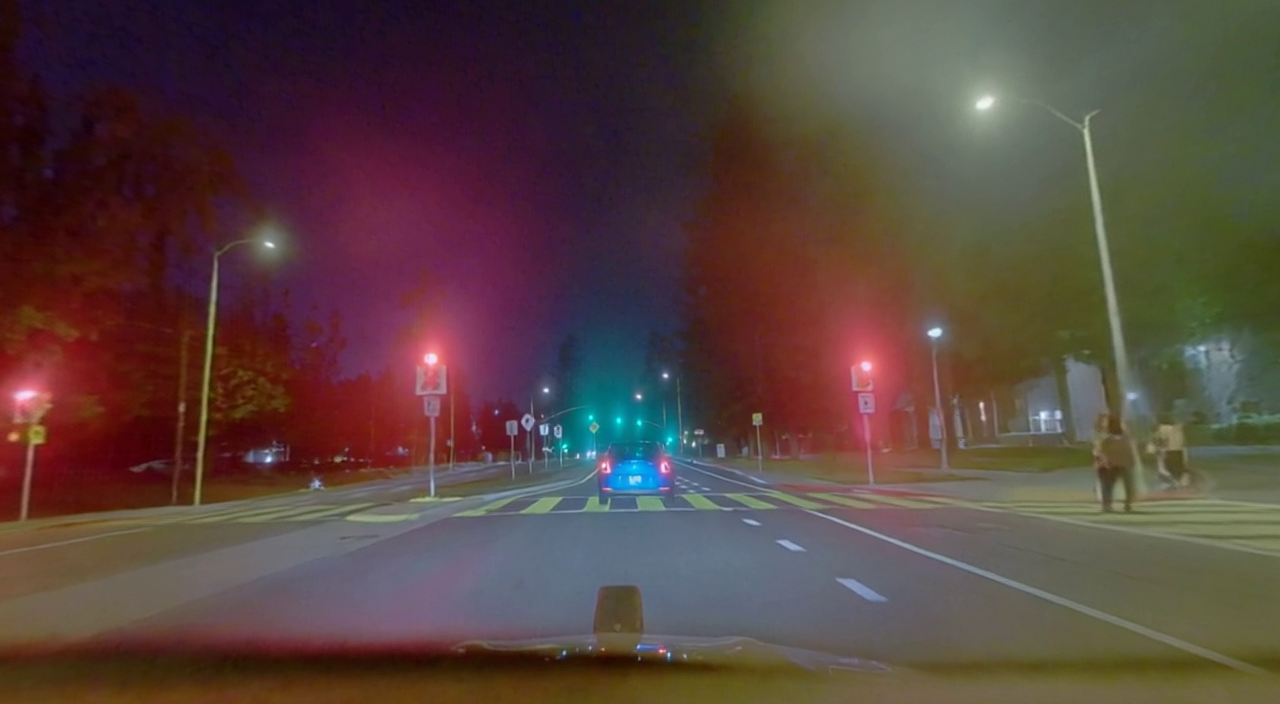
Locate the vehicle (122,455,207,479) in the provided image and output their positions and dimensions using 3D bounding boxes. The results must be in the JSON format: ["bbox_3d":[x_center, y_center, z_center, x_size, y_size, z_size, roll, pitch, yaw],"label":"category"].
[{"bbox_3d":[-35.670,8.607,47.466,4.466,1.619,2.319,-1,-8,-1],"label":"vehicle"}]

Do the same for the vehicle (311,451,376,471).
[{"bbox_3d":[-23.101,8.494,49.301,4.038,1.531,2.015,1,-9,-3],"label":"vehicle"}]

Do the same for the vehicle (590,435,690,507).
[{"bbox_3d":[-0.074,3.000,16.393,2.221,1.570,4.398,0,-9,-2],"label":"vehicle"}]
